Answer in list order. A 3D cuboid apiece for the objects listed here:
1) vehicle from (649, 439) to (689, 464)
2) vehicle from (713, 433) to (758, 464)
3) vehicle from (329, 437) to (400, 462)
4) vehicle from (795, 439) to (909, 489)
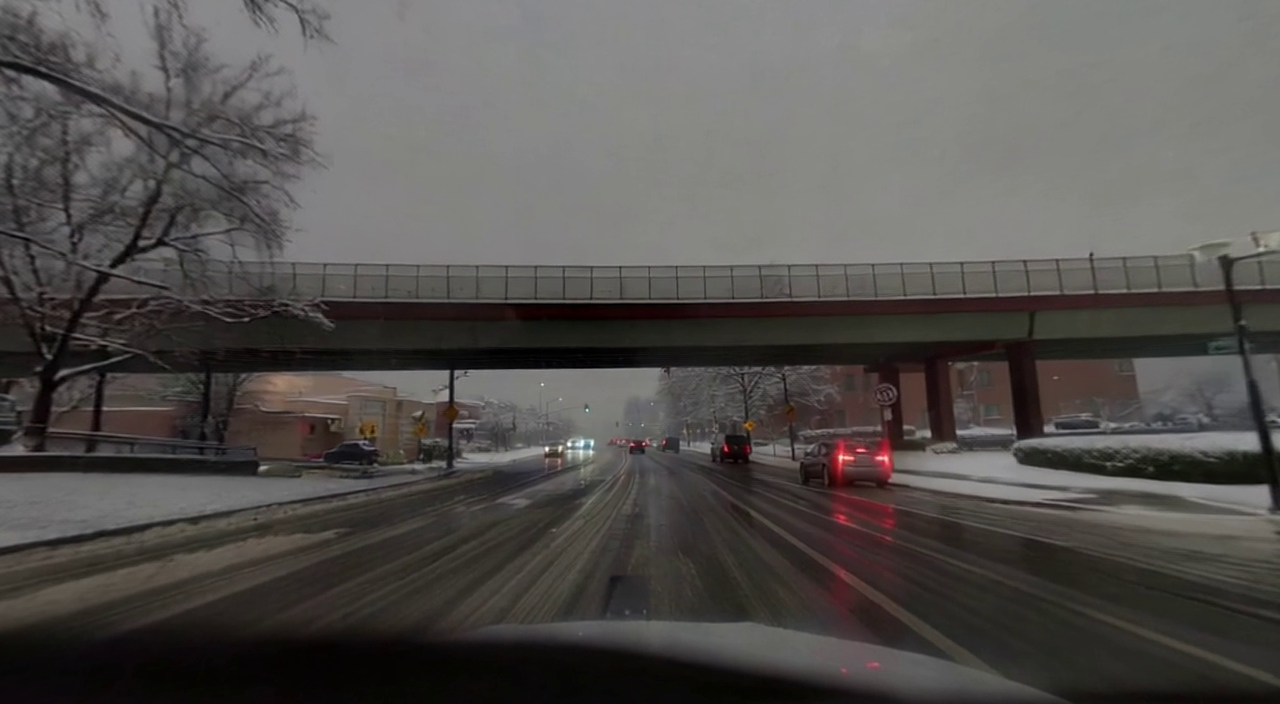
[{"bbox_3d":[1.783,6.308,39.935,2.280,1.475,4.051,0,-8,-1],"label":"vehicle"},{"bbox_3d":[6.403,6.550,42.871,2.154,1.915,4.908,0,-8,-1],"label":"vehicle"},{"bbox_3d":[-20.488,7.236,46.980,4.335,1.772,1.927,0,-8,-4],"label":"vehicle"},{"bbox_3d":[6.756,3.602,20.691,2.035,1.435,4.481,0,-8,-2],"label":"vehicle"}]
